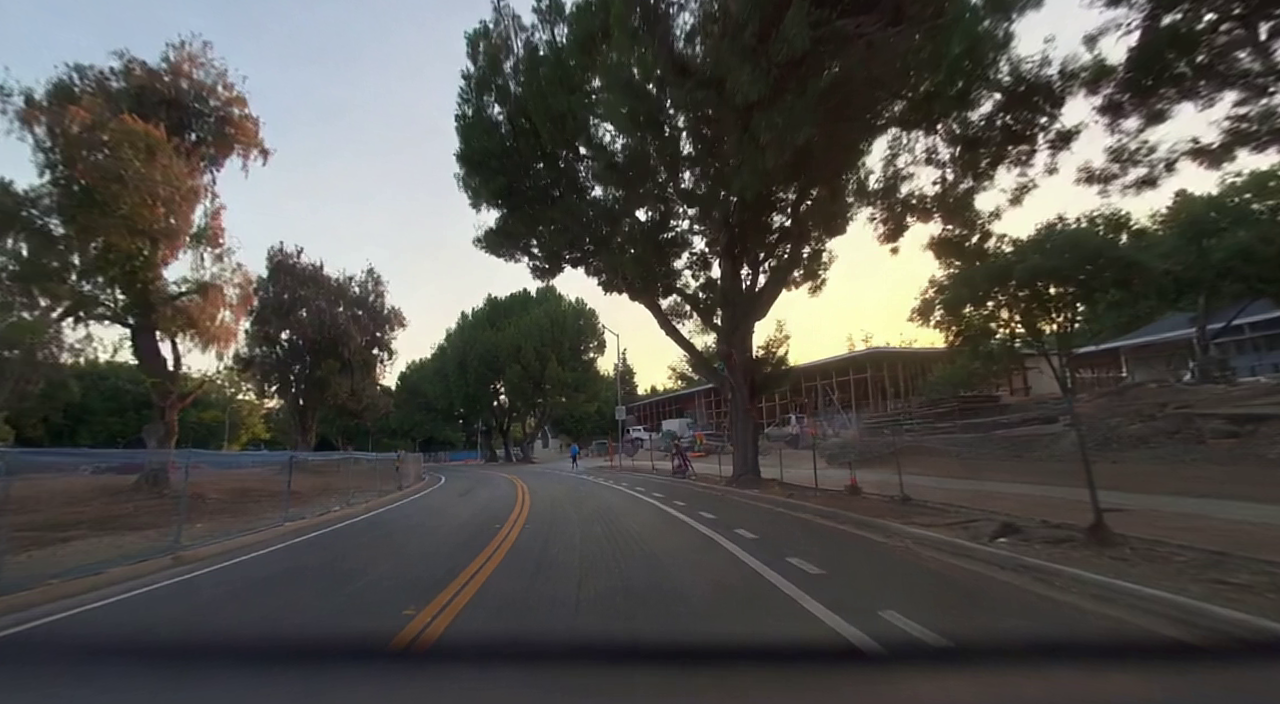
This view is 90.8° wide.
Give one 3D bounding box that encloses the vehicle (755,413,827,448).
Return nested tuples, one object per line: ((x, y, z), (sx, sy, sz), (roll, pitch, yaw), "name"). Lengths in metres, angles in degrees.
((6.817, 3.640, 28.944), (1.635, 1.445, 3.563), (1, -9, -15), "vehicle")

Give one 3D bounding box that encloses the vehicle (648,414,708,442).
((2.839, 5.696, 47.248), (3.916, 1.765, 1.785), (-2, -6, -21), "vehicle")

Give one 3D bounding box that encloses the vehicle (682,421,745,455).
((4.638, 5.471, 39.925), (3.451, 1.504, 1.652), (9, -15, -9), "vehicle")
